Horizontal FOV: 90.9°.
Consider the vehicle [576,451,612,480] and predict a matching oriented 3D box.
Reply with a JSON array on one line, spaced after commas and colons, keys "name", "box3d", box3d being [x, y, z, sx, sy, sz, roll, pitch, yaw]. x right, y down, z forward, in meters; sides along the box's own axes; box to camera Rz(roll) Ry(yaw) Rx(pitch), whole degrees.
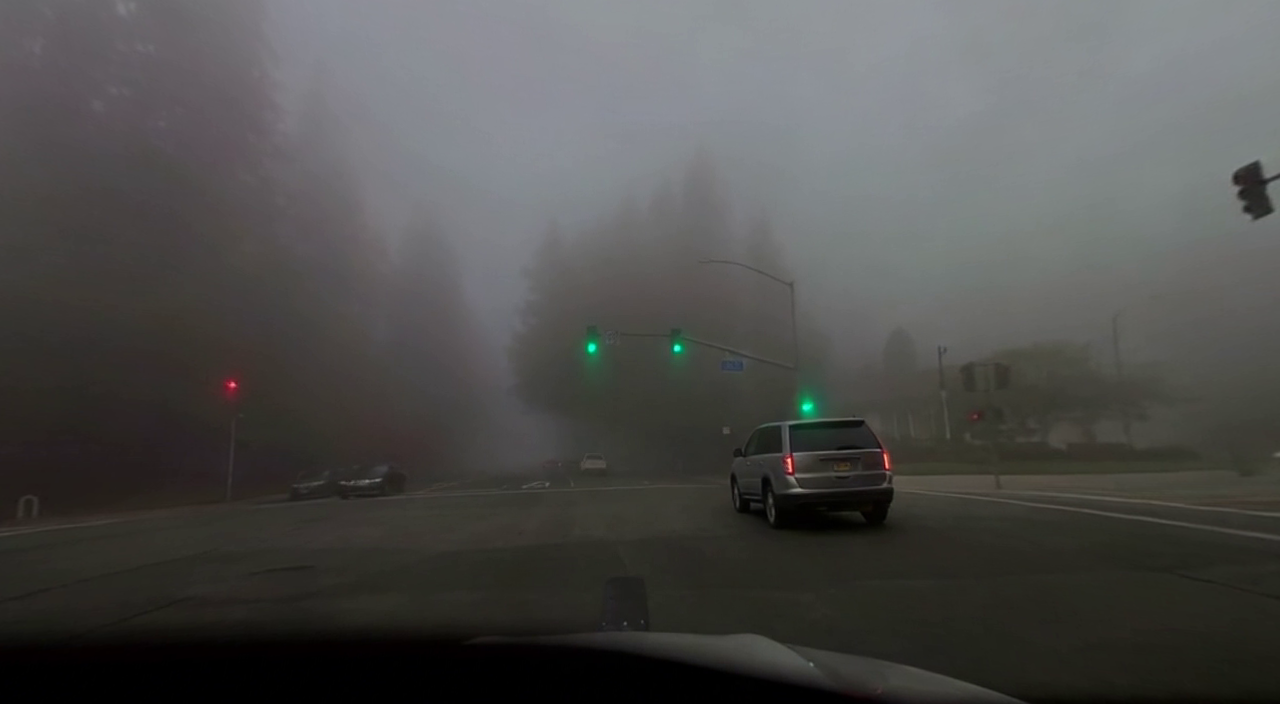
[{"name": "vehicle", "box3d": [-3.112, 7.416, 41.571, 2.138, 1.729, 4.178, 1, -9, -7]}]

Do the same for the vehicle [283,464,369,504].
[{"name": "vehicle", "box3d": [-14.788, 6.217, 30.015, 1.955, 1.509, 4.640, -3, -9, -3]}]

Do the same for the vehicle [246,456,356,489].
[{"name": "vehicle", "box3d": [-21.751, 7.767, 40.682, 5.734, 1.950, 2.287, 1, -9, -6]}]

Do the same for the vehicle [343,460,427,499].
[{"name": "vehicle", "box3d": [-11.197, 5.607, 28.049, 2.035, 1.475, 4.639, 0, -9, -4]}]

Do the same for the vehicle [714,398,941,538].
[{"name": "vehicle", "box3d": [3.158, 2.144, 12.301, 2.338, 2.063, 5.592, 0, -9, -4]}]
